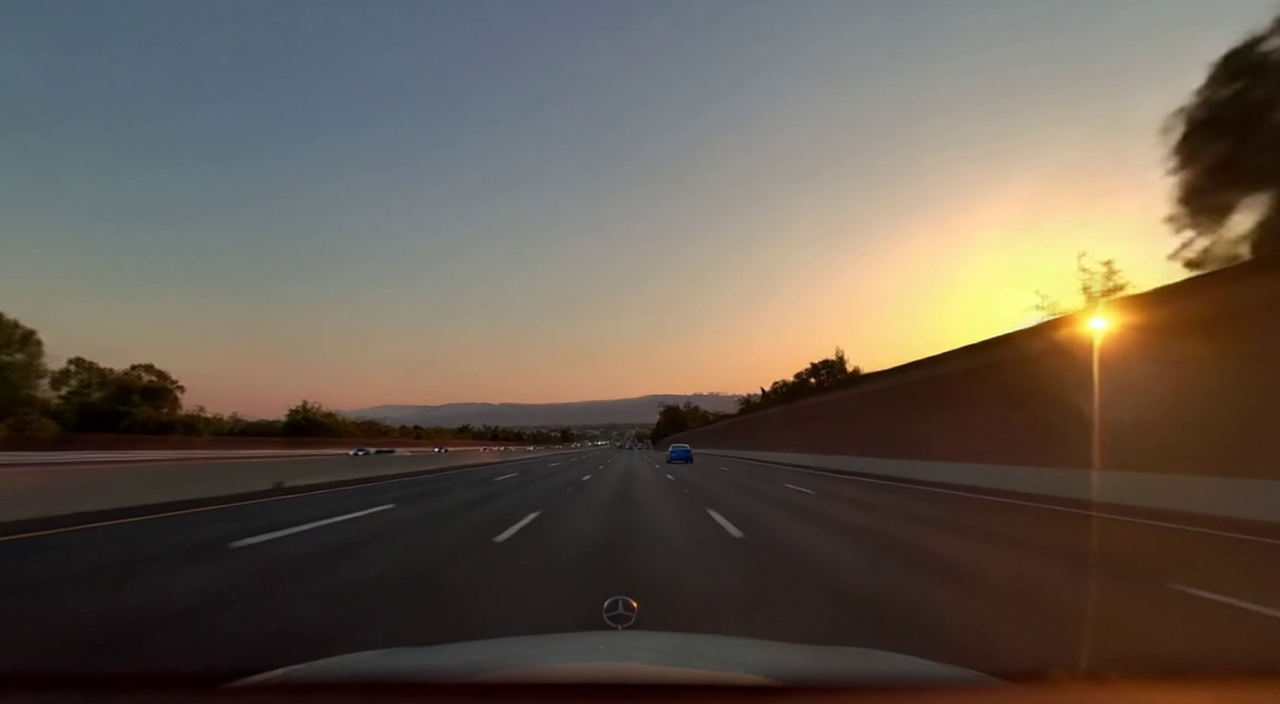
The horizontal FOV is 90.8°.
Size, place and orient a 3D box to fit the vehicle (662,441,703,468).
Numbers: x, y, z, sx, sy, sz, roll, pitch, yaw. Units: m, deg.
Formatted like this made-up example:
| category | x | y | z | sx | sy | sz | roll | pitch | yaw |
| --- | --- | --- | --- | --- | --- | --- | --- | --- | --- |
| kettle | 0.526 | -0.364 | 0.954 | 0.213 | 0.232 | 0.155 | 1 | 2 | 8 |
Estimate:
| category | x | y | z | sx | sy | sz | roll | pitch | yaw |
| --- | --- | --- | --- | --- | --- | --- | --- | --- | --- |
| vehicle | 2.710 | 6.630 | 41.064 | 2.270 | 1.615 | 3.770 | 0 | -8 | -1 |
